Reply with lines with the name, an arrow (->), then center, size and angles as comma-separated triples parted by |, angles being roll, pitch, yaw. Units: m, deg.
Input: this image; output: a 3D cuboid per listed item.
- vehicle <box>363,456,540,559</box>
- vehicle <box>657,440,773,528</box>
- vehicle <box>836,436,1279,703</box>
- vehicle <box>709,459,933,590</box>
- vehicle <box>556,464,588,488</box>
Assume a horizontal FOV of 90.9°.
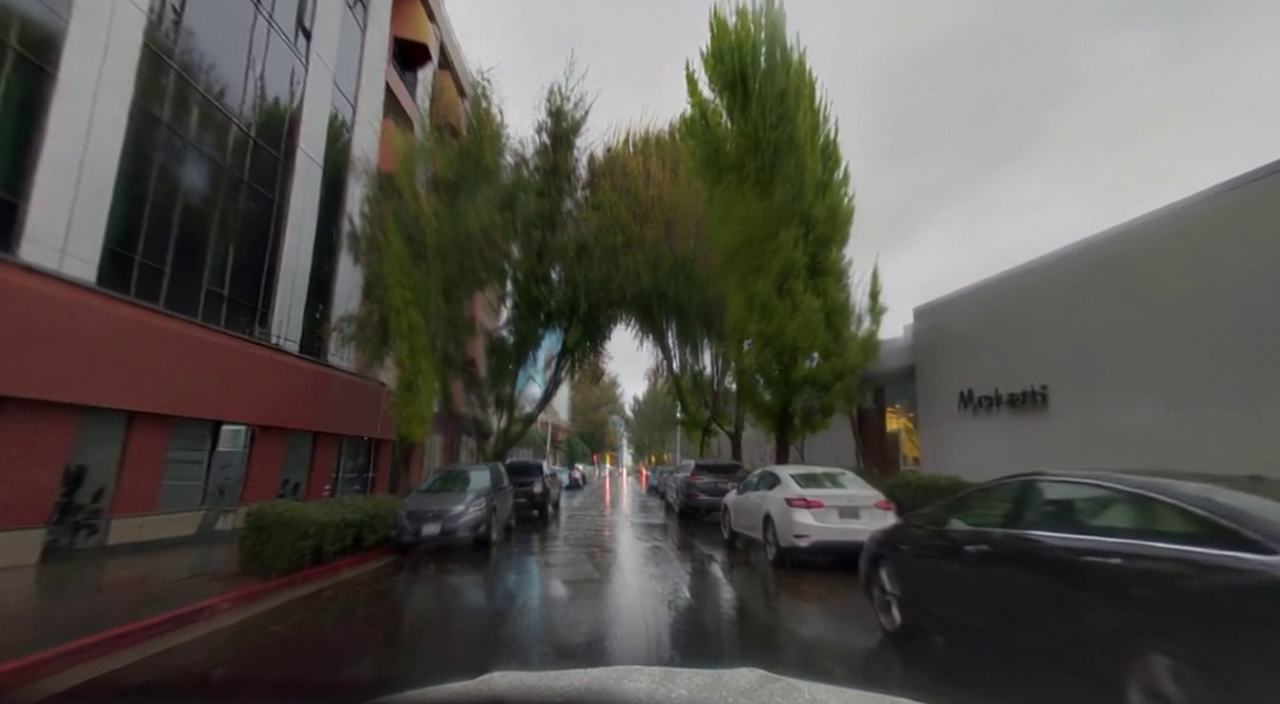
vehicle -> -3.123, 2.700, 11.523 | 2.018, 1.461, 4.413 | 1, -11, -2
vehicle -> 1.813, 3.490, 16.987 | 2.242, 1.972, 4.898 | 2, -11, -3
vehicle -> 2.856, 1.356, 3.707 | 1.889, 1.482, 4.118 | 2, -11, -3
vehicle -> 2.384, 2.451, 9.694 | 1.815, 1.479, 4.498 | 2, -11, -4
vehicle -> -4.525, 8.298, 42.270 | 2.002, 1.460, 4.201 | 2, -11, -5
